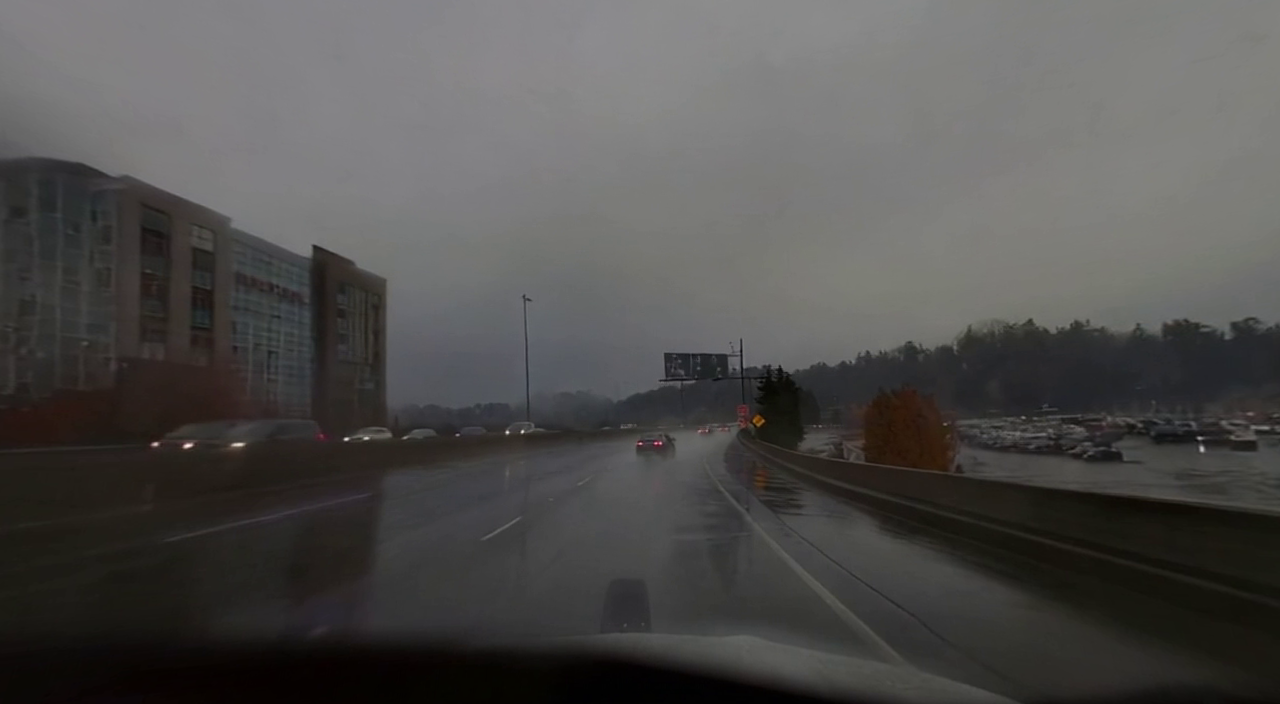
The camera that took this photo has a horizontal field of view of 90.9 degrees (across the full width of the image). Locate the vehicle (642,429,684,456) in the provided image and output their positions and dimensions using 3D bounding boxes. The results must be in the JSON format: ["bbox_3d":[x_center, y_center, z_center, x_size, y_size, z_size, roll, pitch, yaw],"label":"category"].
[{"bbox_3d":[1.405,5.339,37.073,2.035,1.460,4.497,-2,-8,7],"label":"vehicle"}]

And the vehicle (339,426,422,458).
[{"bbox_3d":[-13.128,4.616,32.239,1.930,1.480,4.663,-1,-8,5],"label":"vehicle"}]

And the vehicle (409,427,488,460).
[{"bbox_3d":[-9.237,4.473,30.826,2.020,1.470,4.639,-1,-8,6],"label":"vehicle"}]

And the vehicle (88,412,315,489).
[{"bbox_3d":[-10.203,2.360,15.265,1.943,1.536,4.656,-1,-8,3],"label":"vehicle"}]

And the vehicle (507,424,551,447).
[{"bbox_3d":[-8.037,6.153,46.023,1.982,1.586,4.452,-1,-8,7],"label":"vehicle"}]
